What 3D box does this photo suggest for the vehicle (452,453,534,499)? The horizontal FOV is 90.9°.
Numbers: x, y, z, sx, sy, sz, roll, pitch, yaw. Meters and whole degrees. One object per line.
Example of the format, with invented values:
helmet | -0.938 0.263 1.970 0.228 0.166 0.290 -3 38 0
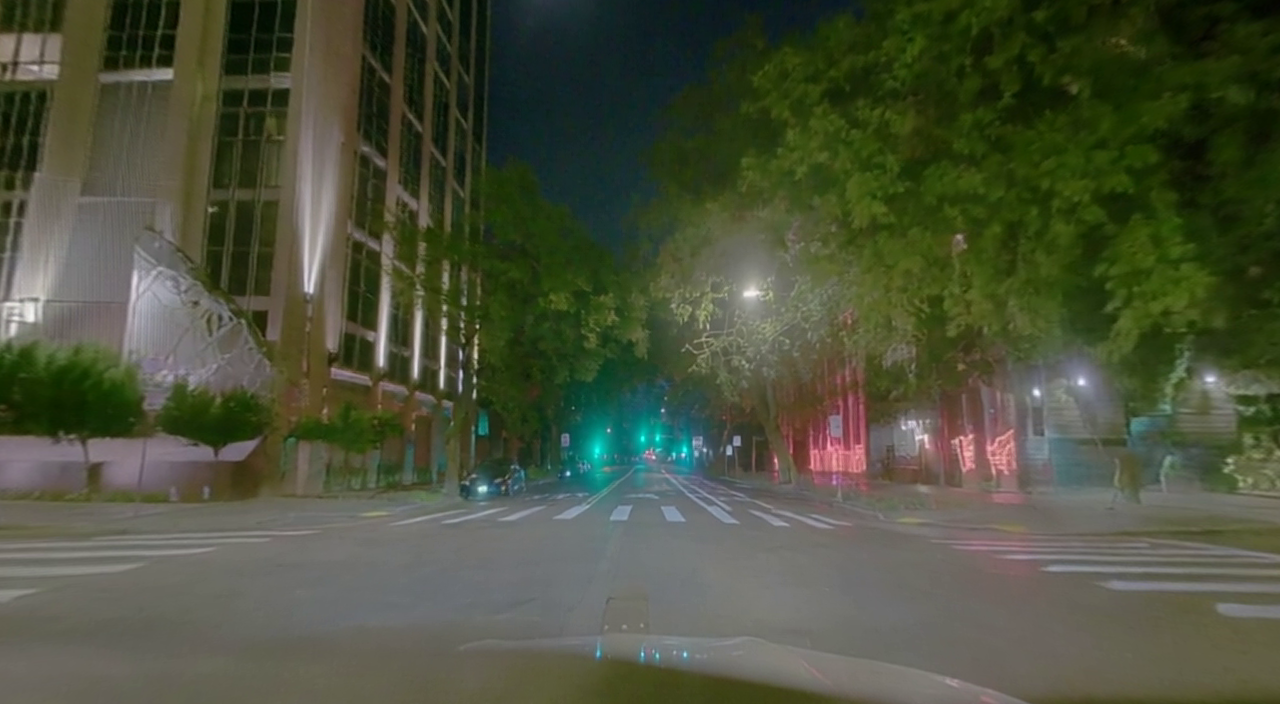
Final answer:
vehicle | -5.819 4.947 25.596 2.223 1.658 4.621 0 -9 0
